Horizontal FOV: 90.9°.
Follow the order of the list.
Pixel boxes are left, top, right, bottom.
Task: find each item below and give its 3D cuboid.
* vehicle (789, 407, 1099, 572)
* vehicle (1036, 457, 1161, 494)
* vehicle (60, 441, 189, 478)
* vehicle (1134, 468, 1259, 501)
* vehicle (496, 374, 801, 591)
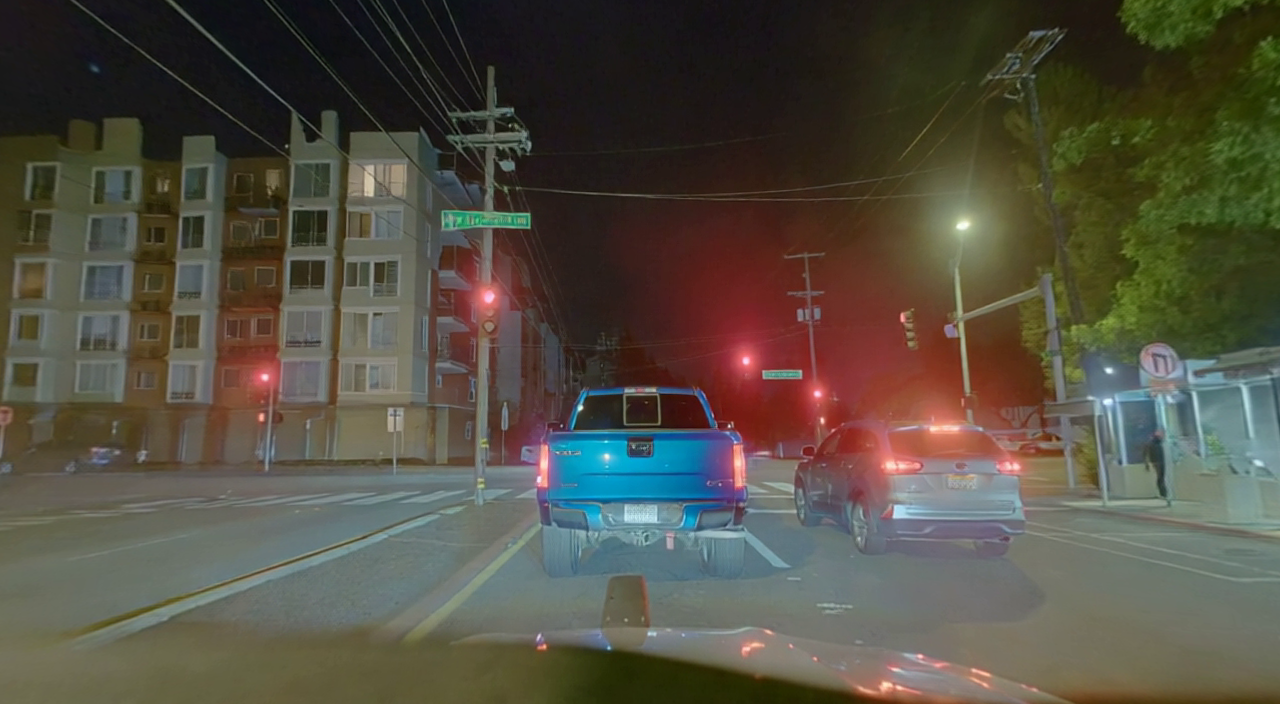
[{"bbox_3d":[3.845,1.837,9.236,2.131,1.759,4.762,0,-8,0],"label":"vehicle"},{"bbox_3d":[21.844,5.876,30.159,4.498,1.618,1.843,0,-8,0],"label":"vehicle"},{"bbox_3d":[-24.852,5.163,30.477,4.563,1.692,1.778,0,-8,-1],"label":"vehicle"},{"bbox_3d":[26.373,6.279,29.980,4.071,1.388,1.884,0,-8,1],"label":"vehicle"},{"bbox_3d":[0.109,1.550,8.304,2.738,1.959,5.070,0,-8,1],"label":"vehicle"}]
